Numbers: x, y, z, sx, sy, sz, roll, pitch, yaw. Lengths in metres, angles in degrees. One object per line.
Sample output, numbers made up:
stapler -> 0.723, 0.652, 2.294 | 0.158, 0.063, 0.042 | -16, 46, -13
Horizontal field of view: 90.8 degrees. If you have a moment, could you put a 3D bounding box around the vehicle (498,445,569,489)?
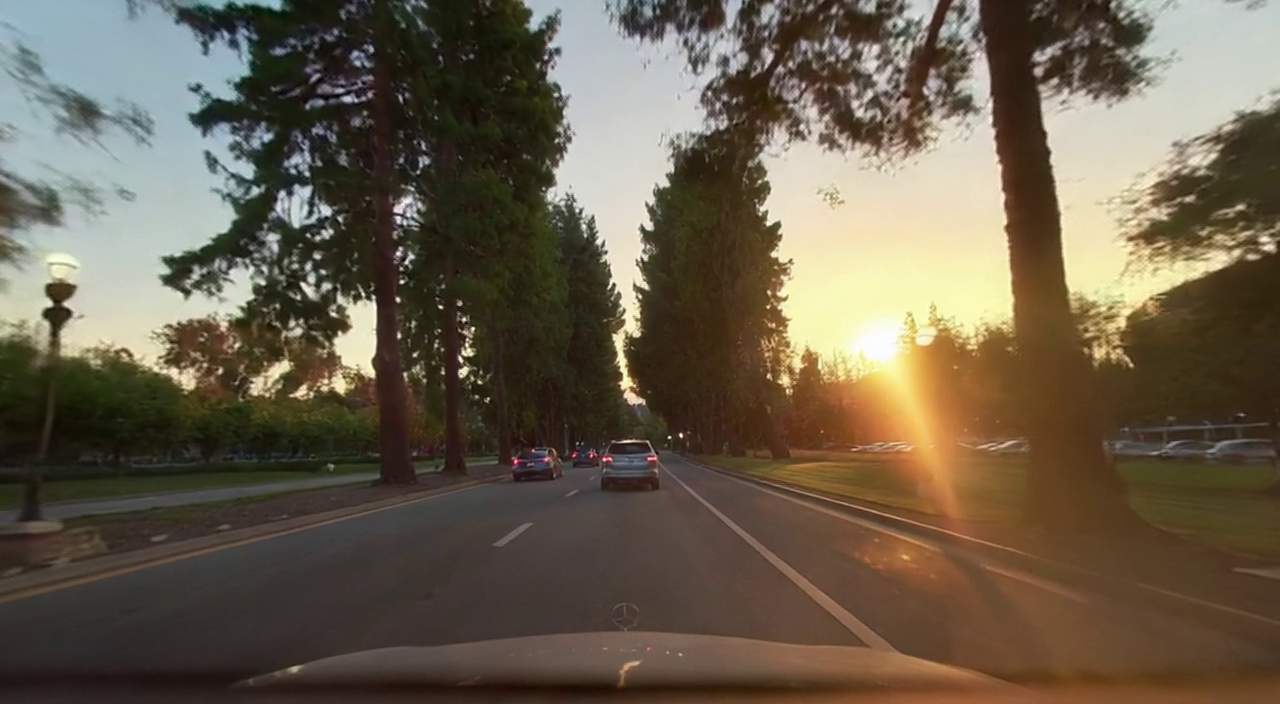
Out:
vehicle -> -3.982, 4.356, 24.313 | 1.936, 1.538, 4.016 | 0, -8, 2

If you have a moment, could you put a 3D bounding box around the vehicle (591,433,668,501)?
vehicle -> -0.278, 3.313, 18.594 | 2.018, 1.769, 3.897 | 0, -8, 0

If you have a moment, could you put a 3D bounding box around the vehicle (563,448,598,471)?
vehicle -> -4.147, 7.583, 44.770 | 1.959, 1.485, 4.452 | 0, -8, 1
